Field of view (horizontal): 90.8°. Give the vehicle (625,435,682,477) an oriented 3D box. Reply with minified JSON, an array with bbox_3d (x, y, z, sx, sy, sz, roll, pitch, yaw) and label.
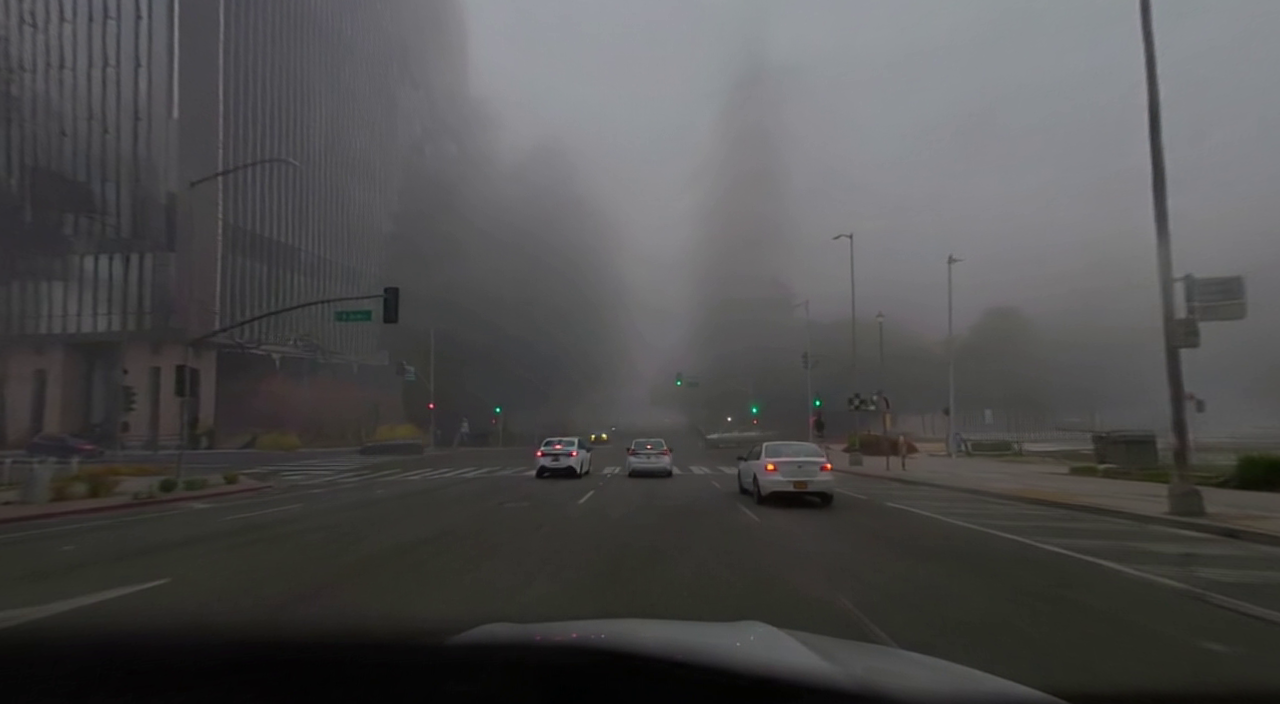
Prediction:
[{"bbox_3d":[0.500,4.007,24.407,2.016,1.478,3.795,0,-9,1],"label":"vehicle"}]

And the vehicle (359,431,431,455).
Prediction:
[{"bbox_3d":[-19.170,7.164,49.630,4.964,1.789,1.941,1,-9,-10],"label":"vehicle"}]

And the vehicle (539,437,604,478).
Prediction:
[{"bbox_3d":[-2.655,4.217,25.520,1.995,1.479,4.627,0,-9,1],"label":"vehicle"}]
